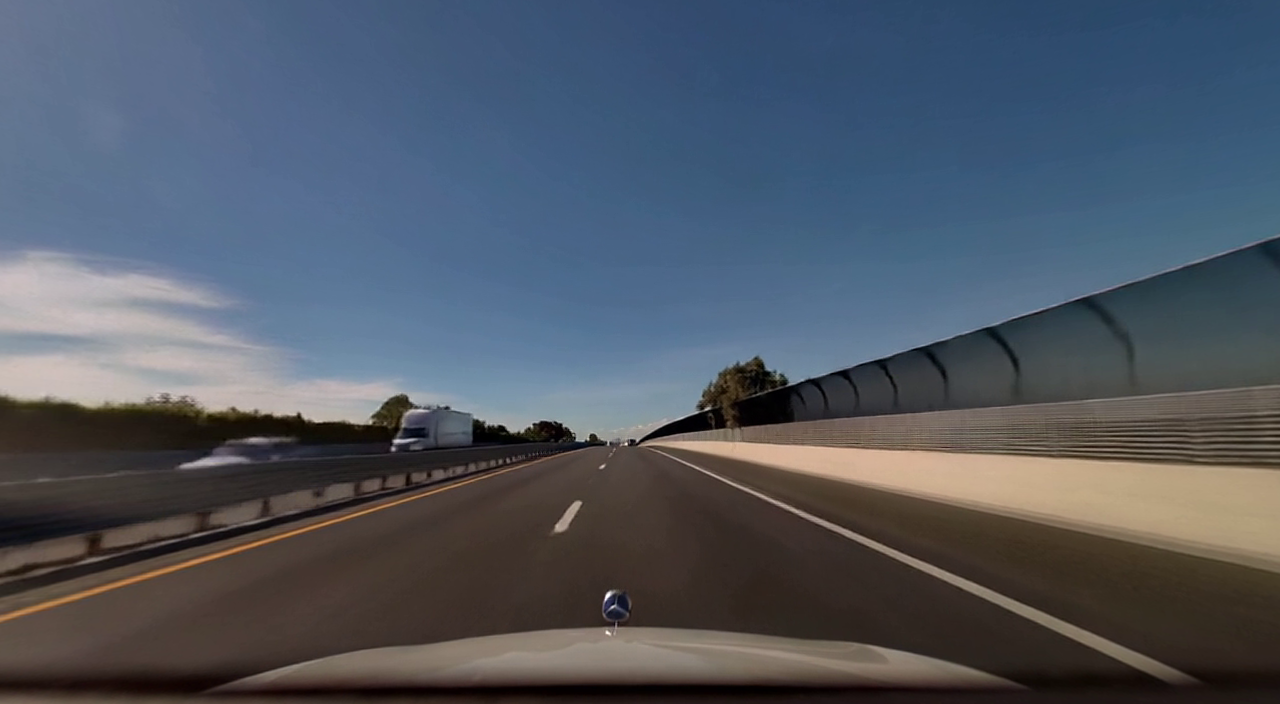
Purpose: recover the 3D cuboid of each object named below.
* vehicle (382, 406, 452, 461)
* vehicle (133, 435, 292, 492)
[{"bbox_3d":[-17.024,6.304,48.681,3.068,3.877,6.541,0,-8,-1],"label":"vehicle"},{"bbox_3d":[-12.046,3.120,18.141,1.934,1.441,3.930,0,-8,-3],"label":"vehicle"}]
